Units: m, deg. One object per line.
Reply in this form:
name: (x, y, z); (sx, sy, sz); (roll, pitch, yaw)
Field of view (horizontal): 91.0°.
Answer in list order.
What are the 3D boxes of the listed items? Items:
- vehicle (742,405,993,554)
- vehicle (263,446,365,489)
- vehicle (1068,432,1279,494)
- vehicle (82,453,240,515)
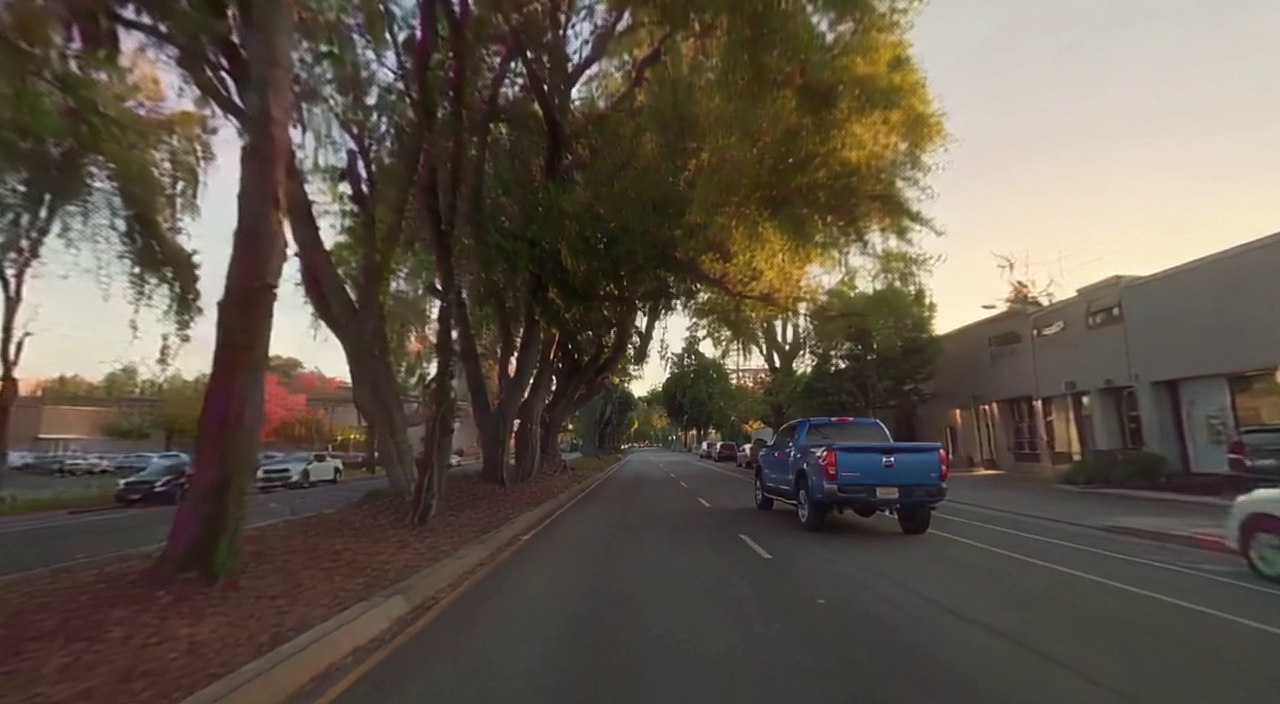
vehicle: (3.253, 1.977, 10.523); (2.085, 1.828, 5.383); (0, -9, -1)
vehicle: (-15.680, 5.546, 30.661); (2.097, 1.852, 5.090); (-1, -9, 2)
vehicle: (14.789, 3.072, 17.596); (4.083, 1.505, 1.971); (-2, -8, 2)
vehicle: (-16.064, 4.397, 21.510); (1.919, 1.616, 4.723); (-5, -8, -3)
